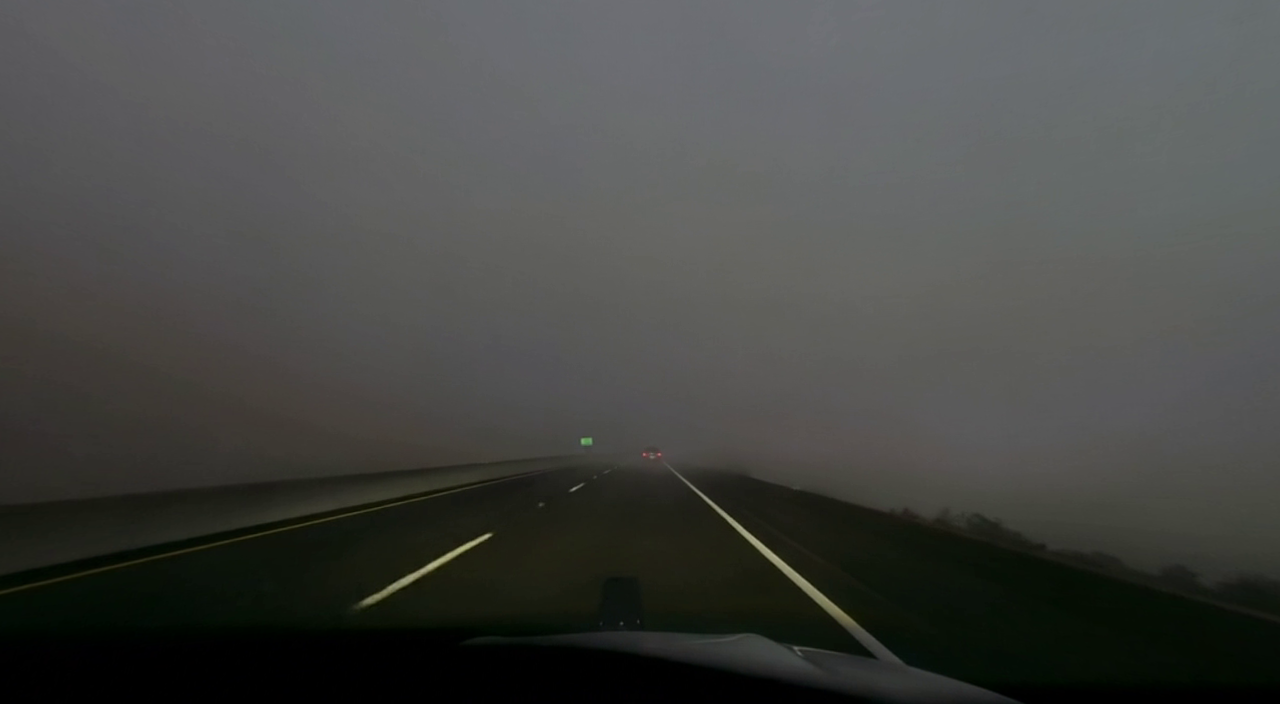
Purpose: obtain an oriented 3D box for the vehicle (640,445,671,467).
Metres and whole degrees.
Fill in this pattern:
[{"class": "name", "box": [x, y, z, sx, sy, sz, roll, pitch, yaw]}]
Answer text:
[{"class": "vehicle", "box": [1.151, 7.809, 47.421, 2.221, 1.603, 4.149, -1, -9, 2]}]
